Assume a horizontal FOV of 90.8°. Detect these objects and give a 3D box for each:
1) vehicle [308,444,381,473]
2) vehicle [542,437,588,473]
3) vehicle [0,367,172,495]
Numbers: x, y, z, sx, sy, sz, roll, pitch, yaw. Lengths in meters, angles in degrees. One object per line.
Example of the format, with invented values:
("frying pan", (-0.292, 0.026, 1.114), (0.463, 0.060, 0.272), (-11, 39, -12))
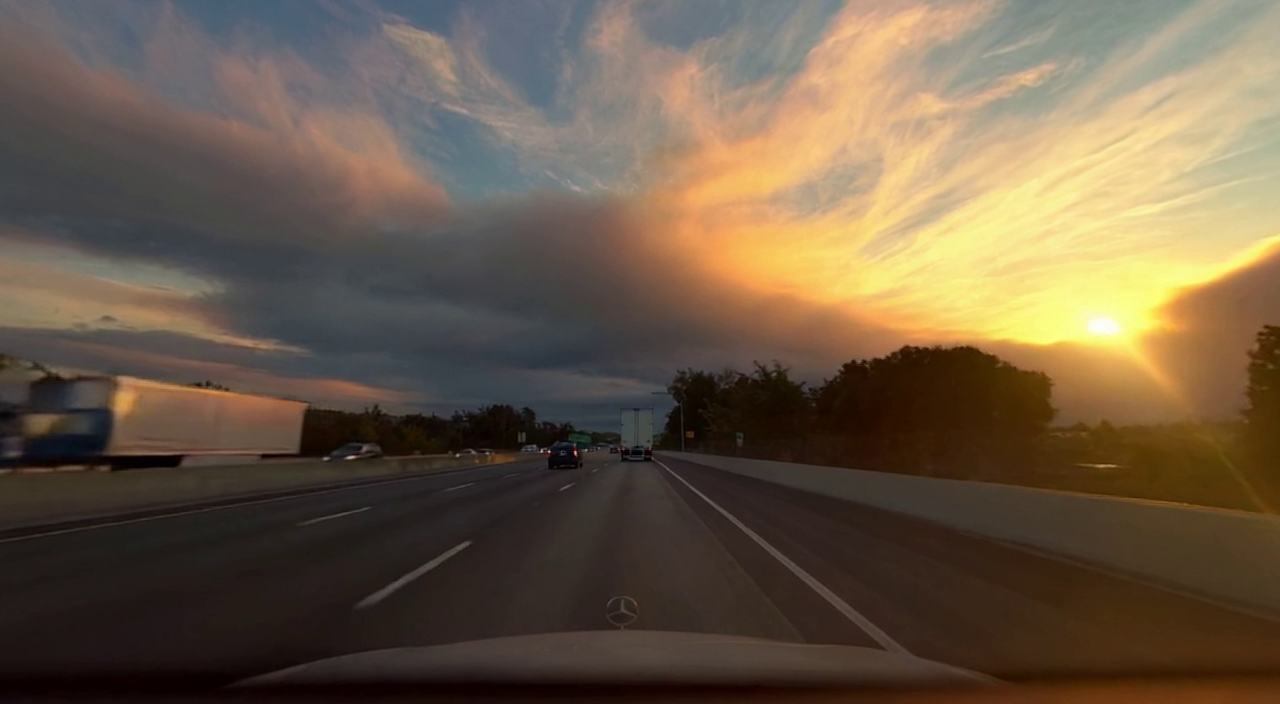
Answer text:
("vehicle", (-17.332, 6.251, 37.323), (2.001, 1.570, 4.727), (0, -9, 0))
("vehicle", (-4.296, 5.969, 36.746), (2.139, 1.925, 4.312), (0, -9, 0))
("vehicle", (-20.738, 2.897, 22.743), (3.033, 3.995, 5.883), (0, -9, -1))
